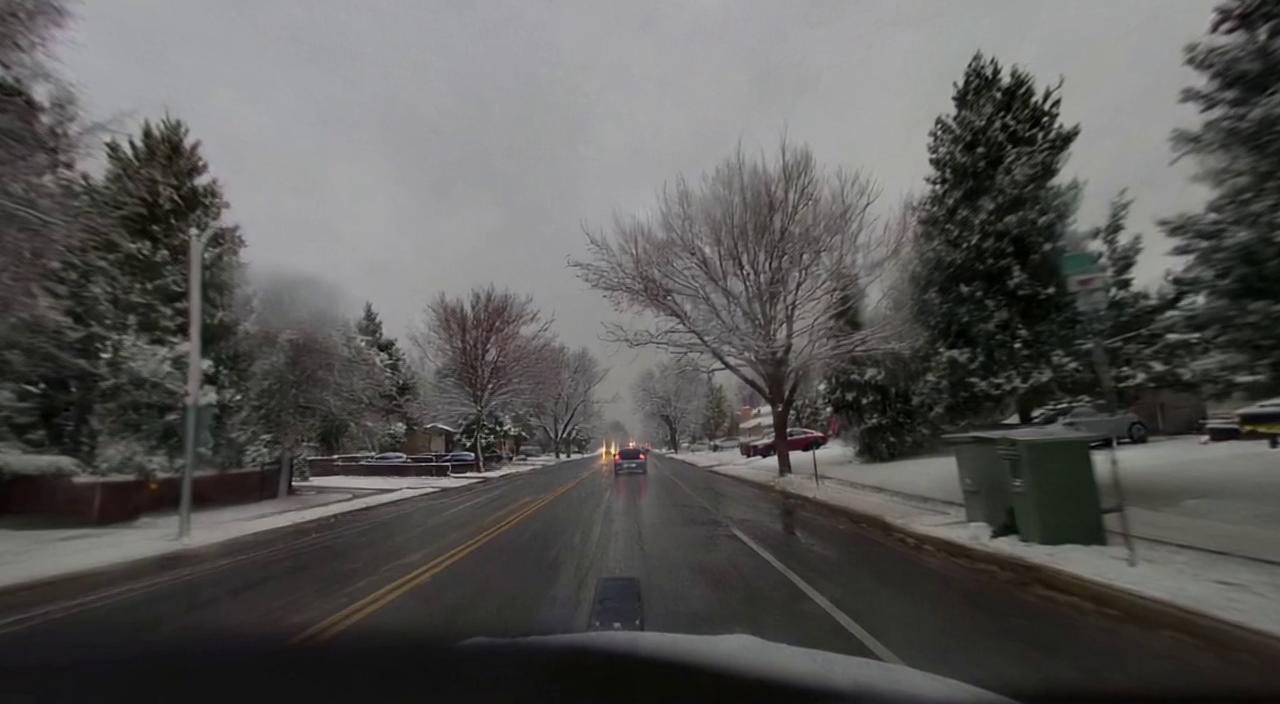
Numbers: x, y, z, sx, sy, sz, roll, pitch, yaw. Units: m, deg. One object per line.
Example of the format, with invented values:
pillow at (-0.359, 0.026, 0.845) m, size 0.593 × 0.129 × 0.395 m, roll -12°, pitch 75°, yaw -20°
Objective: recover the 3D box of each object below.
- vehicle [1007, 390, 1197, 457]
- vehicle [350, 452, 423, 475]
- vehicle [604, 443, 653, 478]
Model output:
vehicle at (16.973, 2.688, 23.429) m, size 5.269 × 1.813 × 2.063 m, roll -6°, pitch -9°, yaw -1°
vehicle at (-17.109, 7.483, 42.638) m, size 4.608 × 1.481 × 1.890 m, roll -4°, pitch -10°, yaw 26°
vehicle at (-0.504, 4.941, 28.963) m, size 2.098 × 1.483 × 4.099 m, roll 0°, pitch -9°, yaw 0°
